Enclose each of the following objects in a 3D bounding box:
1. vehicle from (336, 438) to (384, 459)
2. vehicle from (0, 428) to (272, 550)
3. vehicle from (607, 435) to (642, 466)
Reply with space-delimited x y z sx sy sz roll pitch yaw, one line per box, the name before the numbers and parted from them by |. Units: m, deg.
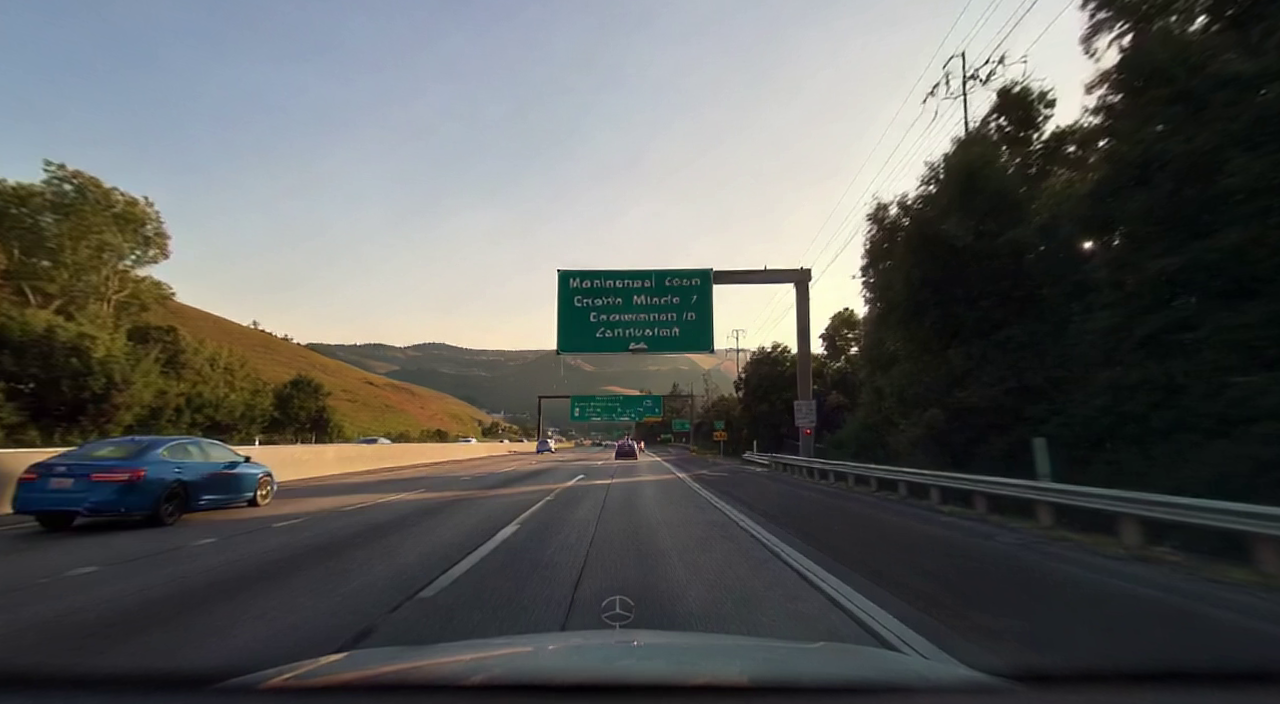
vehicle | -20.124 6.928 45.331 1.750 1.449 3.748 0 -8 -1
vehicle | -8.146 2.002 9.966 2.047 1.486 4.306 0 -8 -1
vehicle | -0.935 5.949 38.142 2.040 1.715 3.906 0 -8 -1
